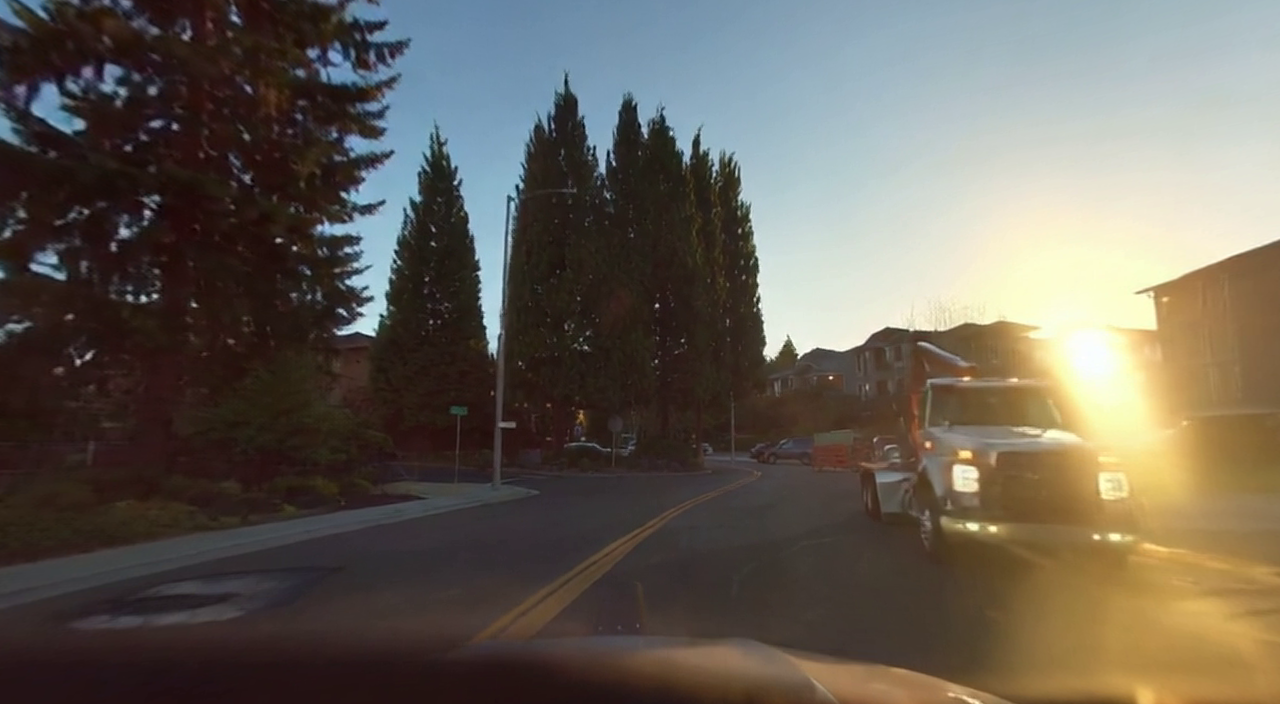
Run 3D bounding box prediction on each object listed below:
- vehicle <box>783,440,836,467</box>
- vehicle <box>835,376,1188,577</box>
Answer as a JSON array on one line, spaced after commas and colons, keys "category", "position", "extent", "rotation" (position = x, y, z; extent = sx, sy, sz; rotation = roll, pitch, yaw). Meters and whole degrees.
[{"category": "vehicle", "position": [11.582, 6.975, 43.439], "extent": [1.967, 1.698, 4.649], "rotation": [1, -9, -5]}, {"category": "vehicle", "position": [4.941, 1.851, 10.288], "extent": [2.874, 2.021, 7.293], "rotation": [-3, -9, 14]}]
